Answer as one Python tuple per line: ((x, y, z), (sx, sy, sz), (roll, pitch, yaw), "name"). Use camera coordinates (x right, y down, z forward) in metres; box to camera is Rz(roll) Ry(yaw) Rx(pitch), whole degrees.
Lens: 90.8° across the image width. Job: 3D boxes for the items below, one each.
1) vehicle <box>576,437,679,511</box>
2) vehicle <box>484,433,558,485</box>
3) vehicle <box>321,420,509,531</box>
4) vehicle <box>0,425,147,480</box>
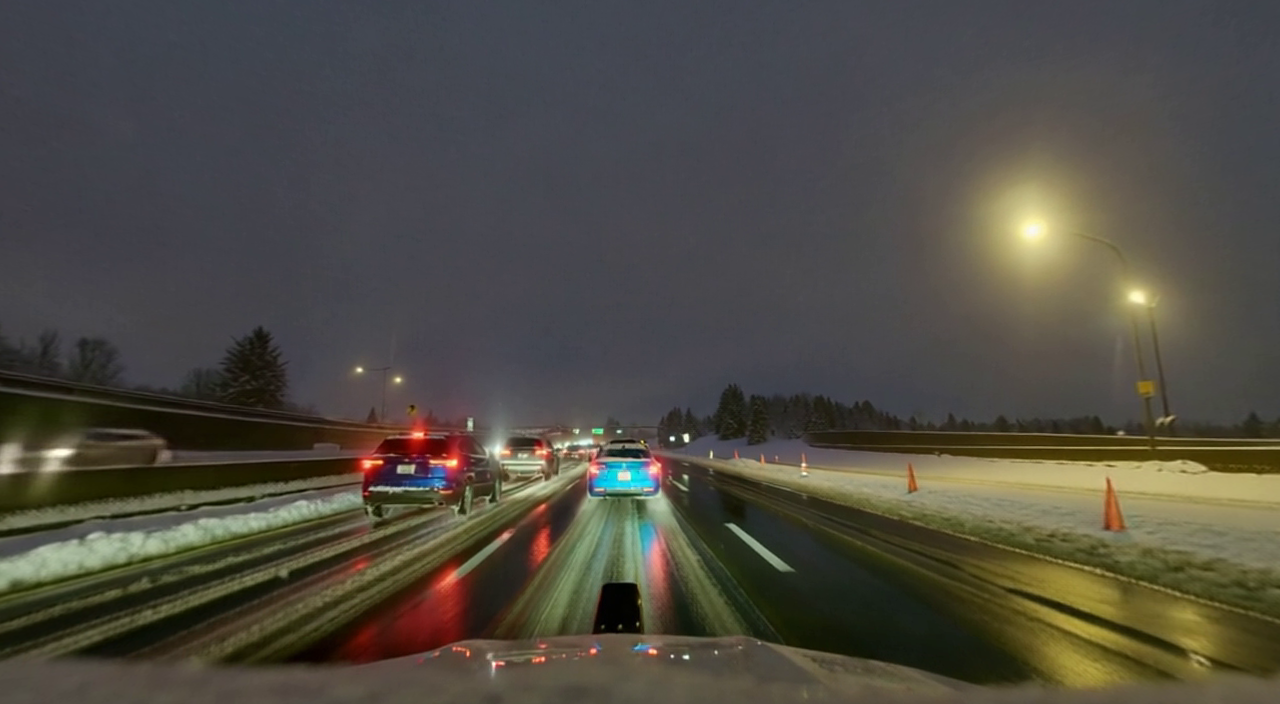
((-0.315, 2.763, 14.795), (2.069, 1.484, 3.982), (0, -9, -2), "vehicle")
((-4.269, 3.901, 23.267), (1.982, 1.727, 4.057), (0, -9, -1), "vehicle")
((-3.924, 2.224, 11.925), (2.025, 1.708, 4.089), (0, -9, 0), "vehicle")
((-17.602, 3.028, 19.114), (1.857, 1.458, 4.406), (0, -9, -1), "vehicle")
